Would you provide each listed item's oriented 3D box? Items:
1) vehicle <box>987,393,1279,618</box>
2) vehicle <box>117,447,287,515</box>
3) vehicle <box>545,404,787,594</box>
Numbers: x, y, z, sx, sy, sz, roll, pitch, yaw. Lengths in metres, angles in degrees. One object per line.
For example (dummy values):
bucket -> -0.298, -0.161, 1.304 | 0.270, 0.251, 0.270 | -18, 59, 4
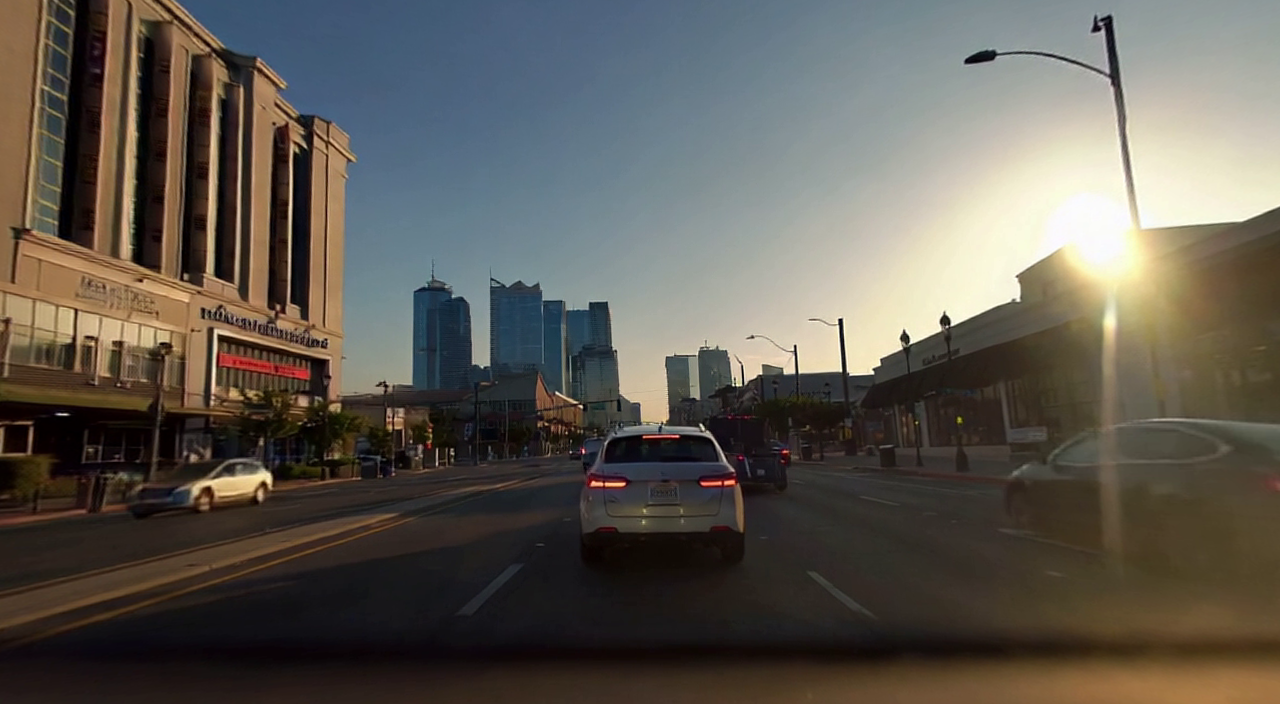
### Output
vehicle -> 5.819, 1.413, 6.594 | 2.086, 1.627, 4.294 | -1, -8, 3
vehicle -> -12.397, 3.610, 18.280 | 1.965, 1.695, 4.284 | 0, -8, -3
vehicle -> 0.221, 1.585, 7.584 | 2.125, 1.669, 3.880 | 0, -8, 0
